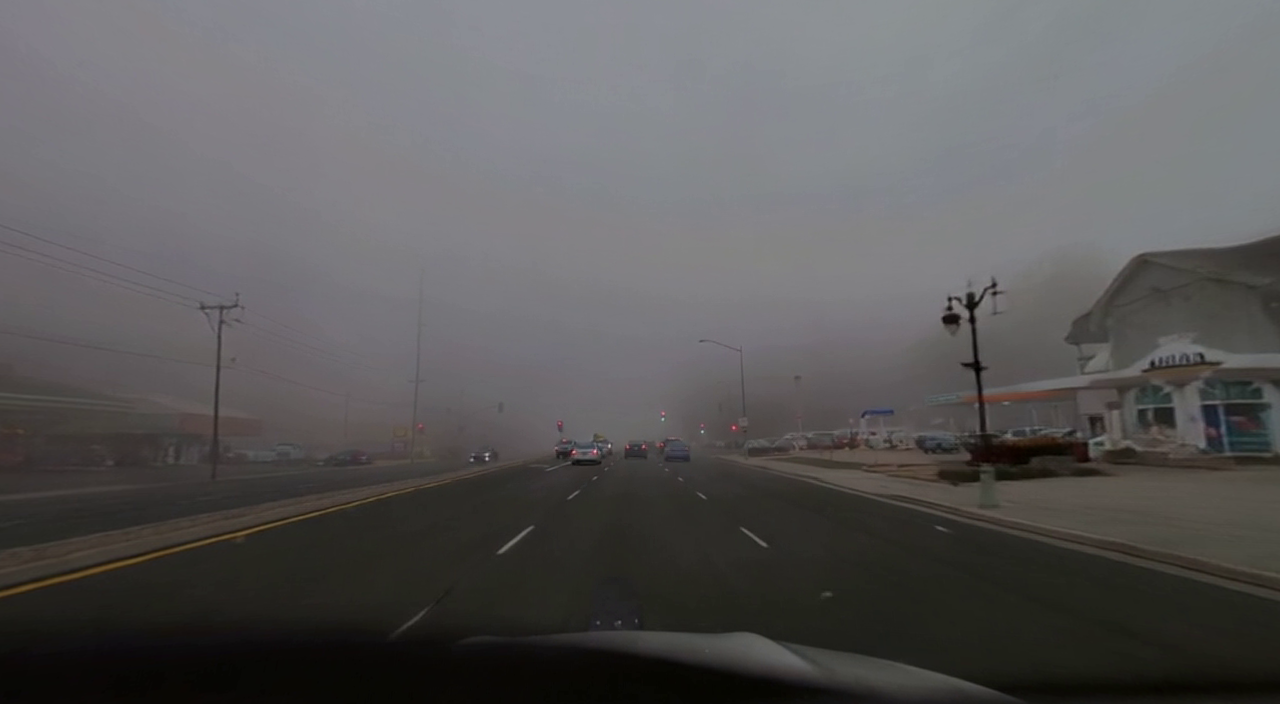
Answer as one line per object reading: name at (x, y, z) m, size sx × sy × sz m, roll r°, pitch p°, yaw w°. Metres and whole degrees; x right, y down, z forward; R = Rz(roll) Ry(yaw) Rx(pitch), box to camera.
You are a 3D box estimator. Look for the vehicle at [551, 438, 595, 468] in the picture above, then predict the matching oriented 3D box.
vehicle at (-3.847, 5.887, 37.010) m, size 2.040 × 1.661 × 4.573 m, roll 0°, pitch -8°, yaw 1°
